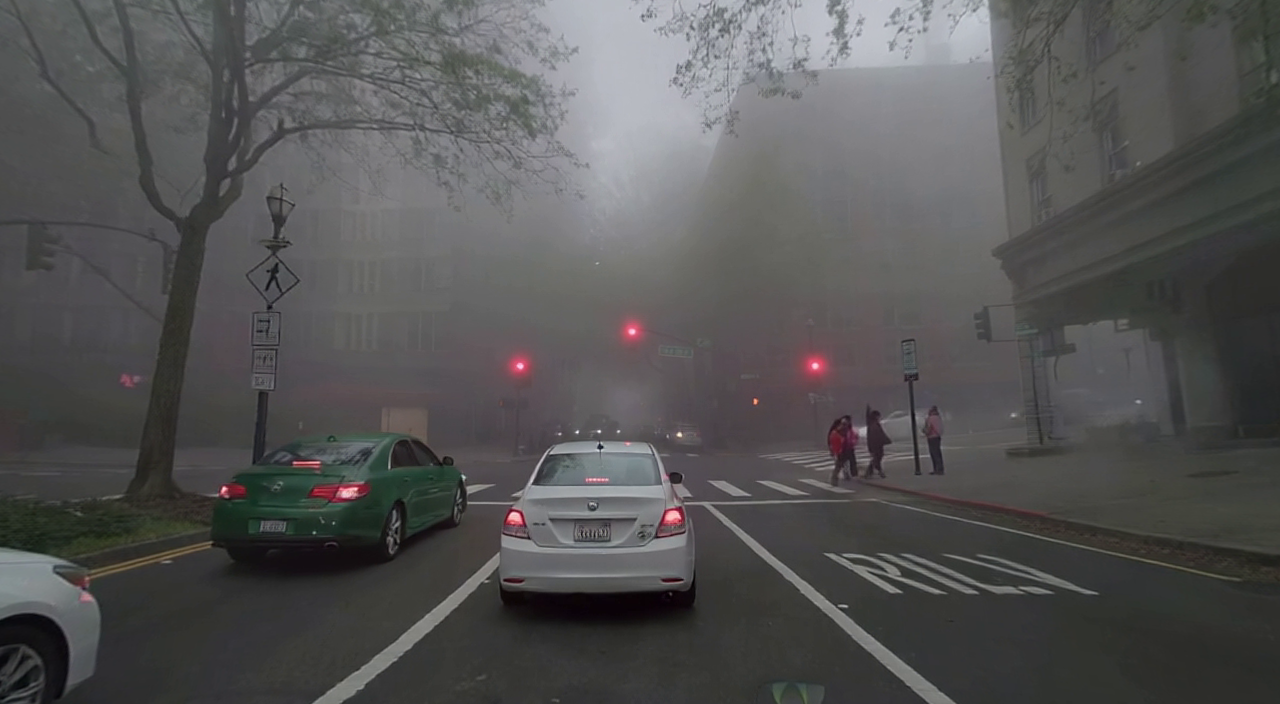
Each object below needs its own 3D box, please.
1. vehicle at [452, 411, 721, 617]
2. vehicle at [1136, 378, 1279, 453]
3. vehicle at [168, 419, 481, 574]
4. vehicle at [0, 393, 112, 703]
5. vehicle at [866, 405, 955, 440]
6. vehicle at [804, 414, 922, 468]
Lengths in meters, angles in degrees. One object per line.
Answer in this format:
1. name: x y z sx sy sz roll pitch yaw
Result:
1. vehicle: -0.412 1.497 6.727 1.999 1.520 3.896 0 -8 0
2. vehicle: 21.646 2.354 22.873 5.863 2.493 2.354 2 -9 -12
3. vehicle: -3.684 1.752 8.469 1.934 1.522 4.287 0 -8 0
4. vehicle: -3.911 0.709 1.186 1.995 1.524 4.438 0 -8 0
5. vehicle: 14.943 3.933 34.892 4.657 1.769 1.979 4 -10 -28
6. vehicle: 7.783 3.094 21.854 4.392 1.667 1.958 8 -11 -43
